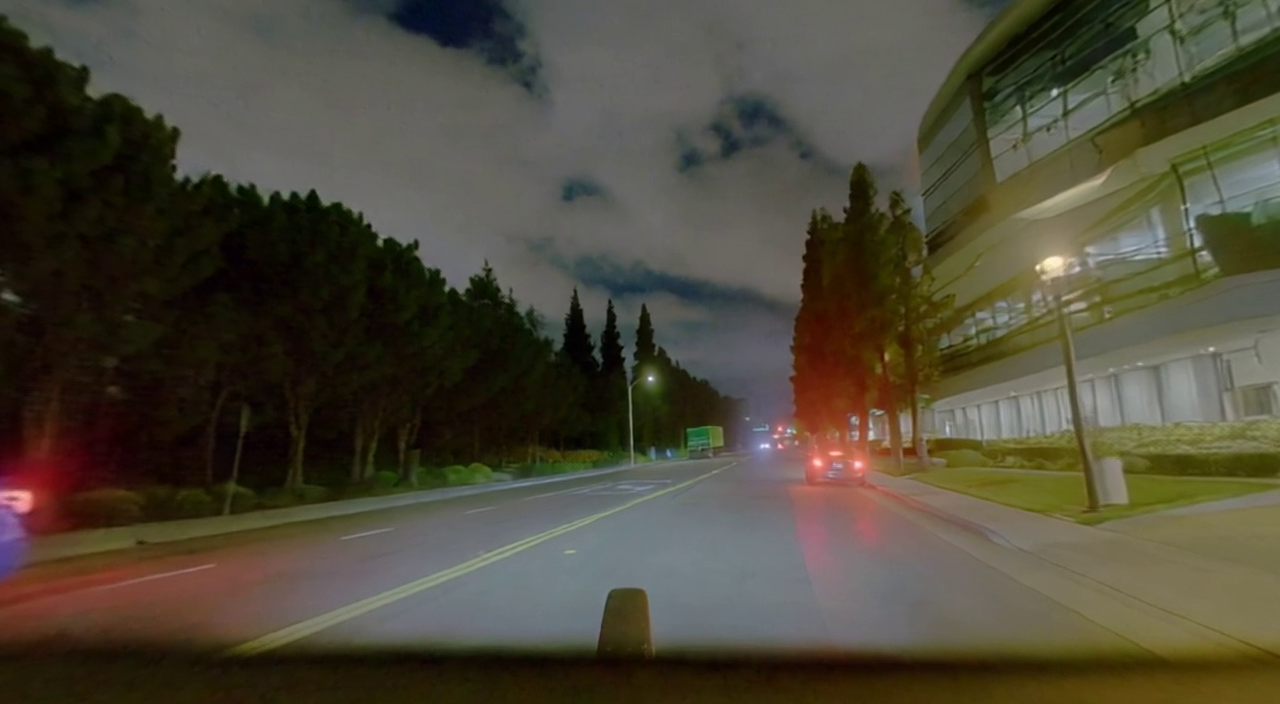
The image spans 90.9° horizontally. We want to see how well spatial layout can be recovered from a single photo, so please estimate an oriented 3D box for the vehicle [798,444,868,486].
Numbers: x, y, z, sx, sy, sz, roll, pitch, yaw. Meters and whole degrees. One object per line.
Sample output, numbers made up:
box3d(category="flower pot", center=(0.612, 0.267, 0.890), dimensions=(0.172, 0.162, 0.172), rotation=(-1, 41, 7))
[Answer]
box3d(category="vehicle", center=(7.566, 4.450, 25.173), dimensions=(2.098, 1.509, 4.389), rotation=(-2, -9, 10))
